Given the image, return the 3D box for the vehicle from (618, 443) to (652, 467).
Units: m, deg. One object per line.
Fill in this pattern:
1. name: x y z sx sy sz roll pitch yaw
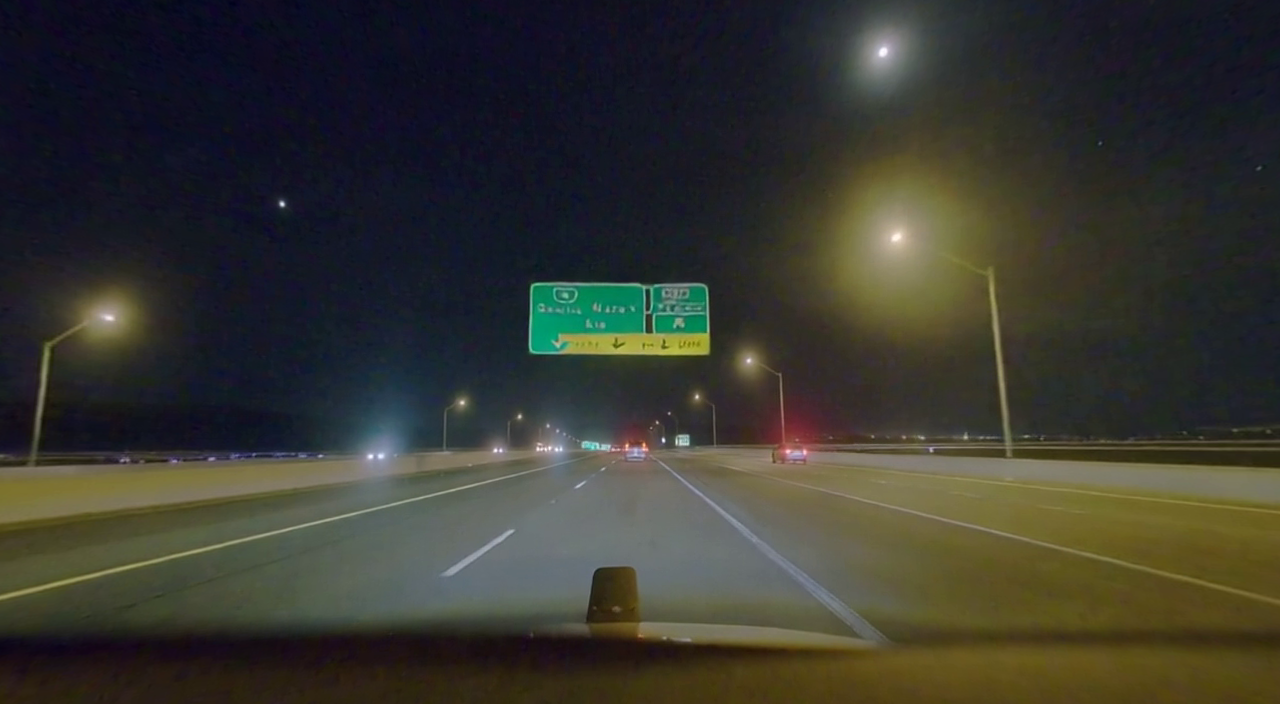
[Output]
1. vehicle: -0.367 6.845 42.087 2.118 1.466 4.165 0 -9 -2
